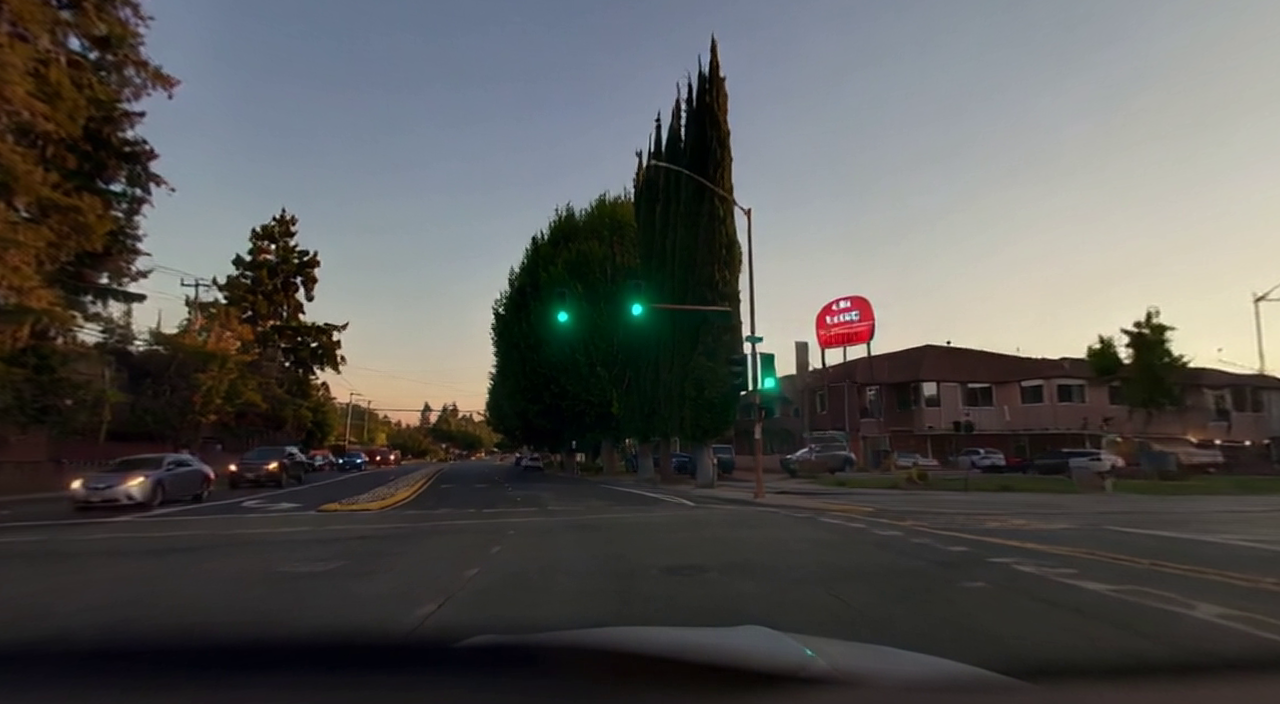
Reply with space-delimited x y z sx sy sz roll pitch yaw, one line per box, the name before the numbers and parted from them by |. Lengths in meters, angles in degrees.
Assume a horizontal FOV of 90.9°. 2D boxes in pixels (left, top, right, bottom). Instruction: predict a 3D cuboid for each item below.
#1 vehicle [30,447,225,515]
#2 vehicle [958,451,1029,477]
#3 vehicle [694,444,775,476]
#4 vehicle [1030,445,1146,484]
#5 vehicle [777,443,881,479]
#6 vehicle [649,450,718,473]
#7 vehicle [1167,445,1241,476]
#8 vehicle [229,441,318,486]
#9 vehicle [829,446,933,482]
vehicle | -13.228 3.291 16.745 1.961 1.492 4.702 2 -9 -11
vehicle | 21.933 6.916 39.105 4.324 1.437 1.865 5 -10 -31
vehicle | 5.647 6.385 37.490 4.669 1.770 1.896 5 -10 -32
vehicle | 20.967 5.232 29.536 4.530 1.696 1.979 3 -9 -17
vehicle | 10.154 5.795 33.826 5.314 1.829 2.018 4 -9 -25
vehicle | 2.930 7.334 42.359 4.257 1.474 1.751 3 -9 -22
vehicle | 36.774 6.992 41.041 4.689 1.888 2.114 5 -10 -31
vehicle | -16.443 4.998 28.648 2.049 1.817 5.292 2 -9 -14
vehicle | 11.871 5.478 31.119 4.375 1.685 2.045 2 -9 -16
